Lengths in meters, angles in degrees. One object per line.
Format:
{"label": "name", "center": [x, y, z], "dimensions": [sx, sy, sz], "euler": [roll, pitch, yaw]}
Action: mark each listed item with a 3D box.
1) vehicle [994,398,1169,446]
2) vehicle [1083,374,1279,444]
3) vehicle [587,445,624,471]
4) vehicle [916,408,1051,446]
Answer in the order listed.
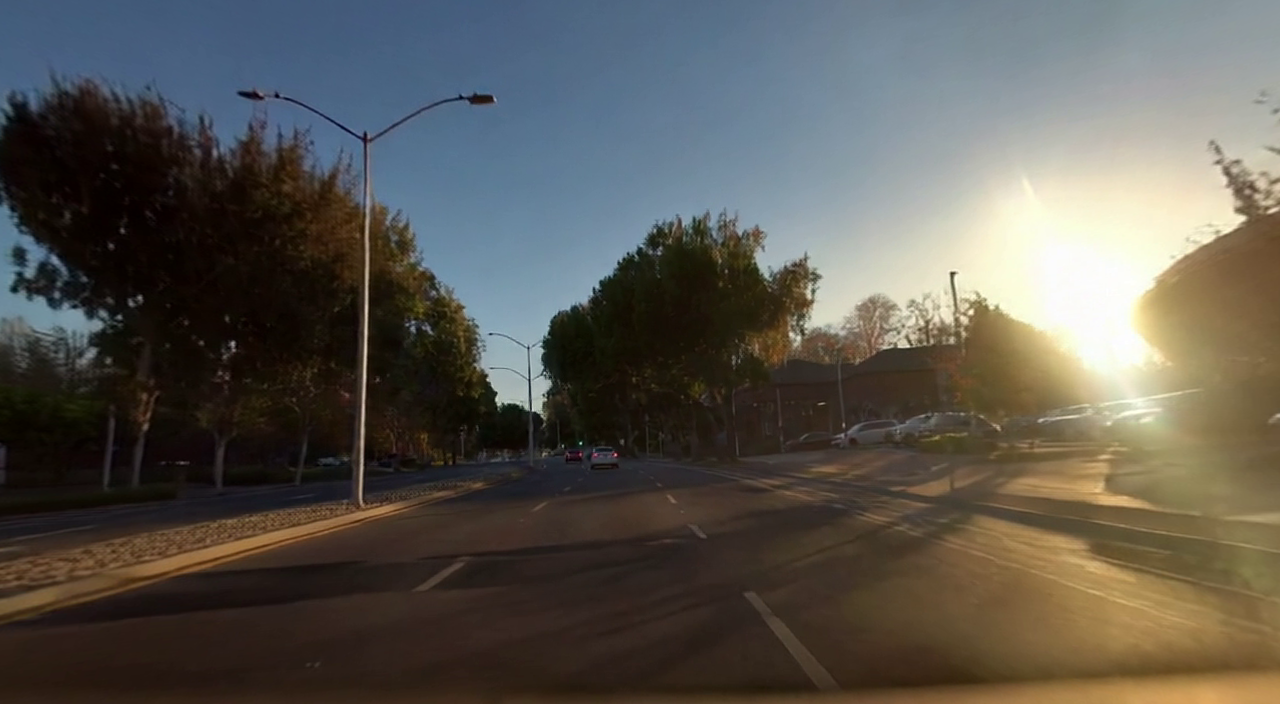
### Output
{"label": "vehicle", "center": [15.409, 2.509, 22.302], "dimensions": [4.527, 1.620, 2.120], "euler": [0, -8, 3]}
{"label": "vehicle", "center": [15.273, 1.611, 17.157], "dimensions": [4.851, 1.737, 2.189], "euler": [1, -9, -4]}
{"label": "vehicle", "center": [-2.380, 7.116, 42.669], "dimensions": [2.197, 1.642, 4.312], "euler": [1, -9, -7]}
{"label": "vehicle", "center": [14.924, 3.312, 27.664], "dimensions": [4.742, 1.602, 1.999], "euler": [0, -9, -3]}
